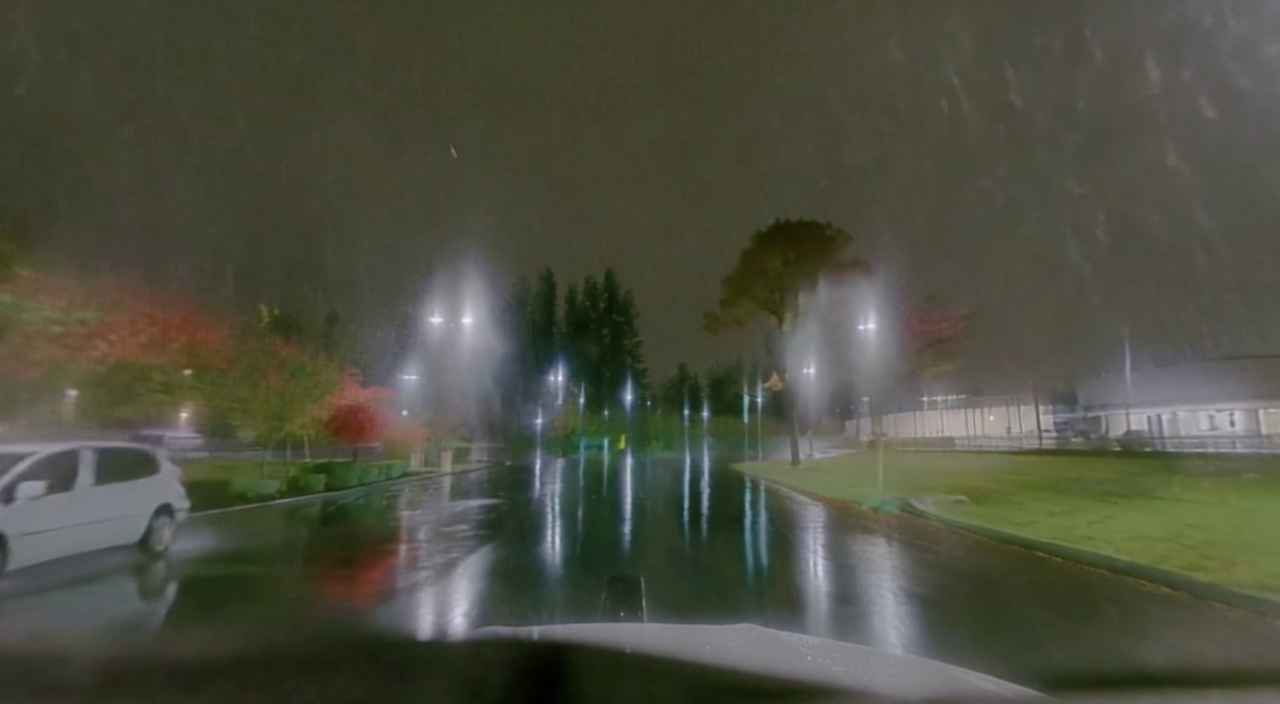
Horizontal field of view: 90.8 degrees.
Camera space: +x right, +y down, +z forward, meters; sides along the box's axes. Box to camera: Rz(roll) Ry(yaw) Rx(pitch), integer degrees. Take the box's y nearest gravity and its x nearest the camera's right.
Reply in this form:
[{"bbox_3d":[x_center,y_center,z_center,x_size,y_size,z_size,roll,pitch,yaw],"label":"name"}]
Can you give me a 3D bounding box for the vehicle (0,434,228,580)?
[{"bbox_3d":[-8.907,2.124,9.281,2.360,1.741,4.912,0,-8,0],"label":"vehicle"}]
